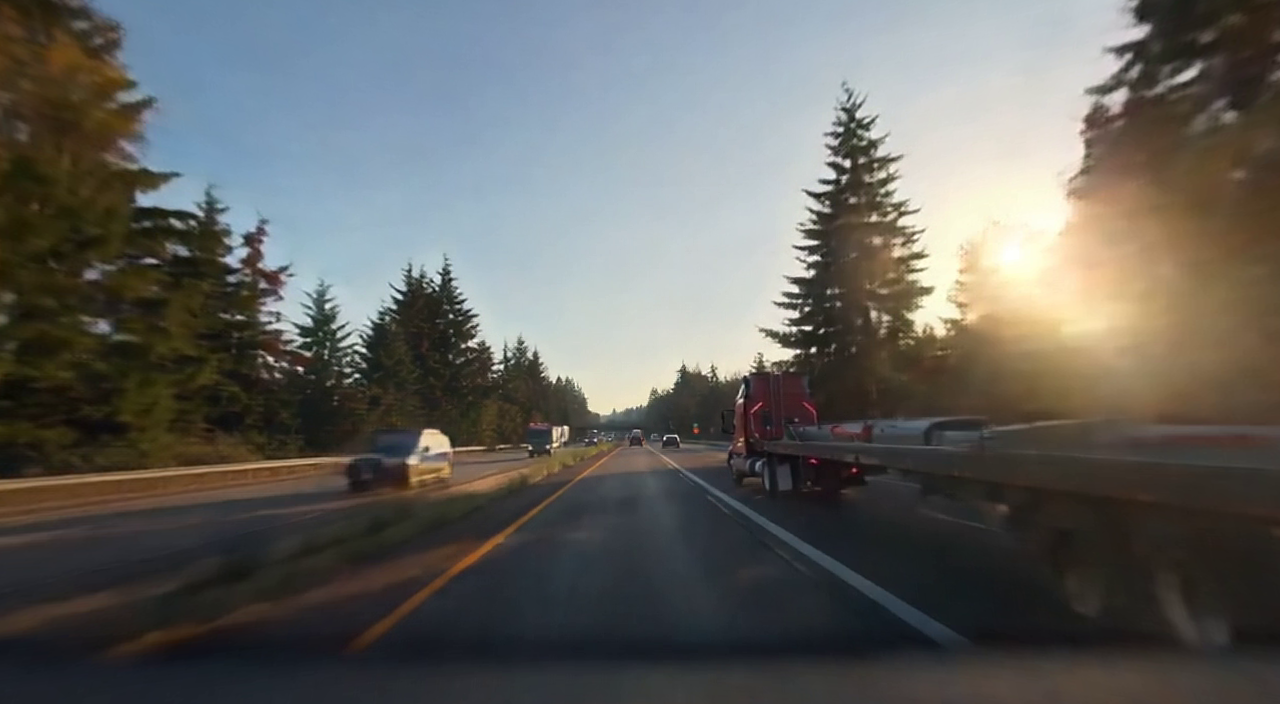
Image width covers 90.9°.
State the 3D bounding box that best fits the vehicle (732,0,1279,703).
[{"bbox_3d":[3.854,0.359,8.019,3.038,3.975,13.887,0,-8,-1],"label":"vehicle"}]

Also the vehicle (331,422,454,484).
[{"bbox_3d":[-8.010,3.295,20.970,2.199,1.816,4.724,0,-8,-1],"label":"vehicle"}]
